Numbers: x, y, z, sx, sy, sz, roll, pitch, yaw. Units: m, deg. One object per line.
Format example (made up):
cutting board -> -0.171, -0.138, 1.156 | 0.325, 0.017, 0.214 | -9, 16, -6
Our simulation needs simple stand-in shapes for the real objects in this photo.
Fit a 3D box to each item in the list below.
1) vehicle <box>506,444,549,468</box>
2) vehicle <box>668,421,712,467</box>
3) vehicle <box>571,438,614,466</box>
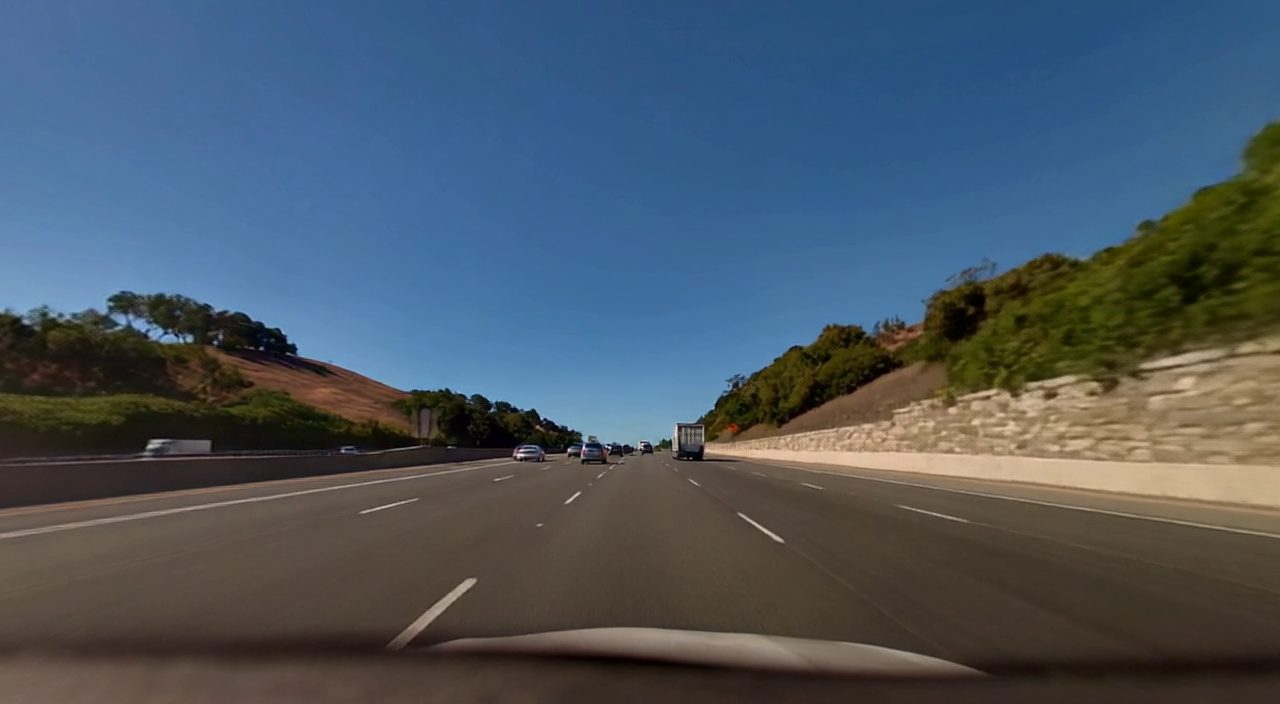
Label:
vehicle -> -7.612, 7.078, 43.088 | 2.102, 1.522, 4.394 | 0, -8, 0
vehicle -> 3.664, 6.953, 47.902 | 2.795, 3.187, 7.205 | 0, -8, 0
vehicle -> -3.573, 7.678, 48.754 | 2.720, 2.041, 5.432 | 0, -8, 1
